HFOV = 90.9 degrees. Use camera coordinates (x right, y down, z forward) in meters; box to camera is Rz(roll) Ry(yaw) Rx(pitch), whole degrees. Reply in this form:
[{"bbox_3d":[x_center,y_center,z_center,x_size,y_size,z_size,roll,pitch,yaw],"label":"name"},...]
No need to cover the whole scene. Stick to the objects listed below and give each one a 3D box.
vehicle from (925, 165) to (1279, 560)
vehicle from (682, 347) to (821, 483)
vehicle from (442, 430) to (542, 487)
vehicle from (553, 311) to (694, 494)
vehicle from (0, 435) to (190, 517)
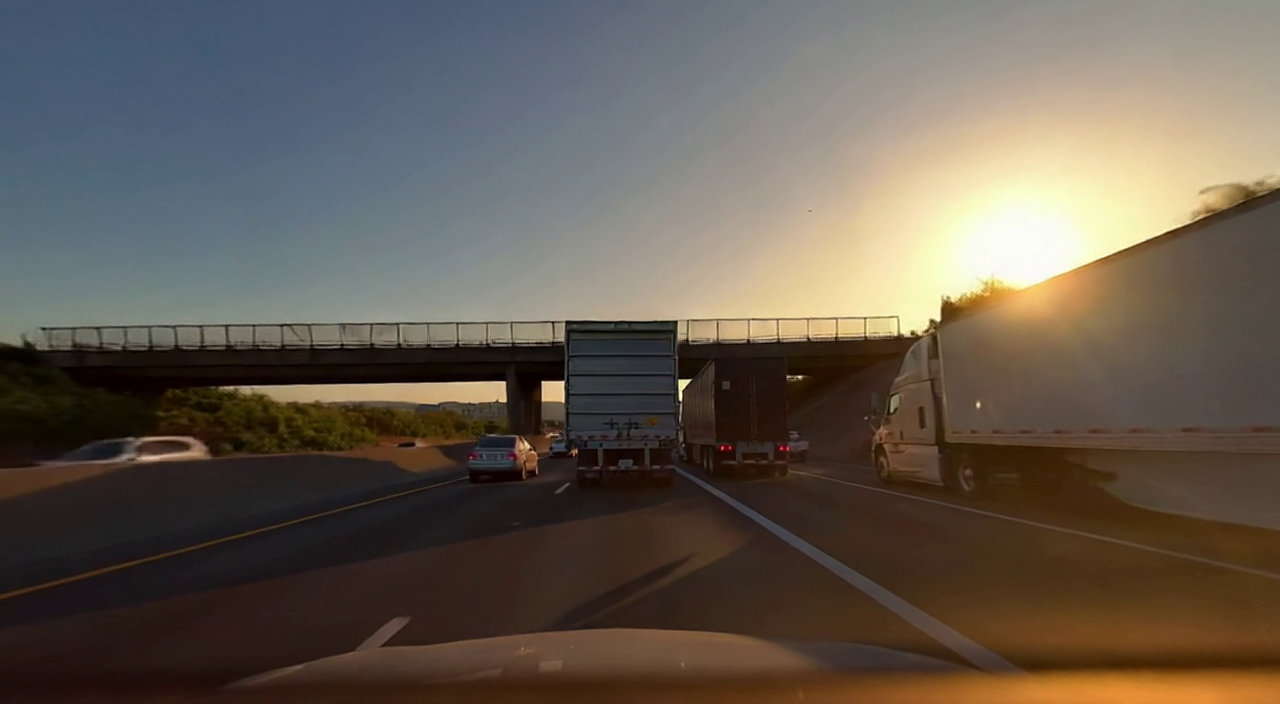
[{"bbox_3d":[8.199,0.281,7.872,3.000,4.114,13.063,0,-8,-1],"label":"vehicle"},{"bbox_3d":[3.538,2.548,23.693,2.817,3.886,11.491,0,-8,-2],"label":"vehicle"},{"bbox_3d":[-4.189,3.049,18.488,2.049,1.483,3.786,0,-8,0],"label":"vehicle"},{"bbox_3d":[-0.576,1.816,19.360,3.090,4.065,10.702,0,-8,-2],"label":"vehicle"},{"bbox_3d":[-11.932,2.506,13.382,1.818,1.452,3.990,0,-8,-1],"label":"vehicle"}]
